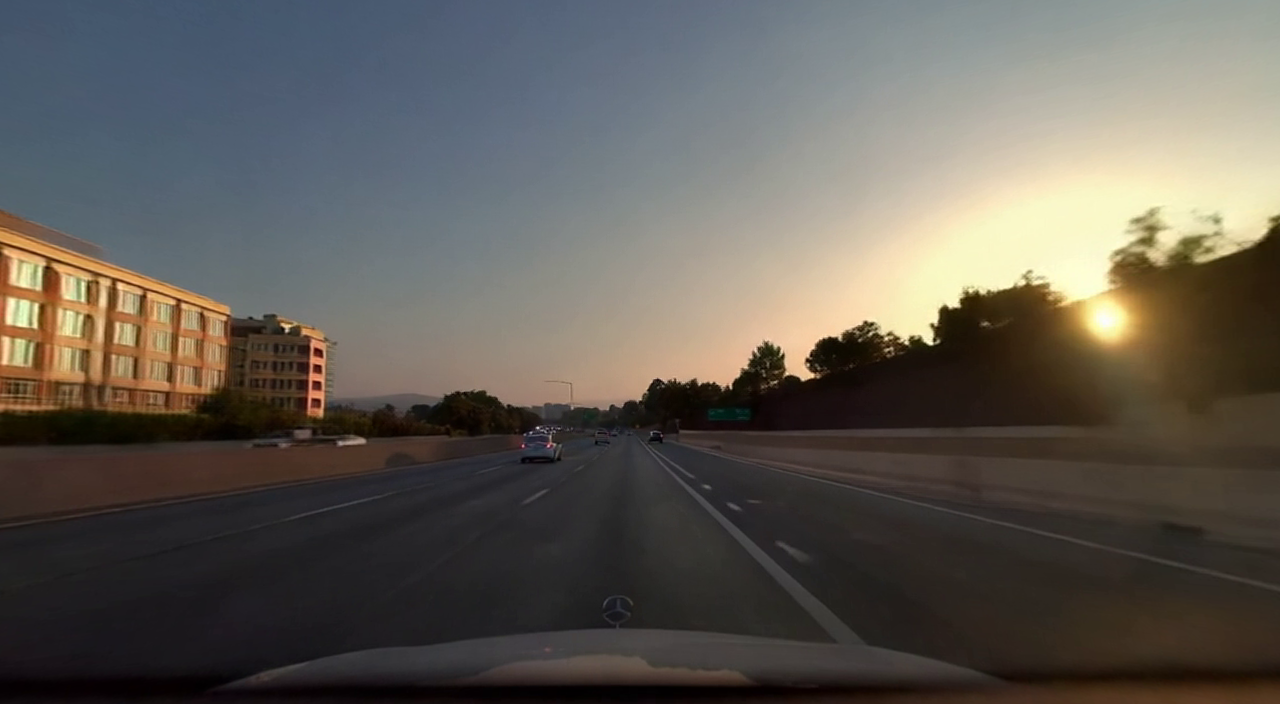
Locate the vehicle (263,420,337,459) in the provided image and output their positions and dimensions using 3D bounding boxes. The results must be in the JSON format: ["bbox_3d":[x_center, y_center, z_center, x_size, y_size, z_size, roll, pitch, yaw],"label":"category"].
[{"bbox_3d":[-25.095,6.500,46.725,2.452,2.744,5.443,0,-8,-1],"label":"vehicle"}]

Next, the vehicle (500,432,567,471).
[{"bbox_3d":[-4.351,4.141,26.435,1.996,1.490,4.571,0,-8,0],"label":"vehicle"}]

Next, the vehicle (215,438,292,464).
[{"bbox_3d":[-24.939,6.399,40.769,1.863,1.561,4.871,0,-8,0],"label":"vehicle"}]
